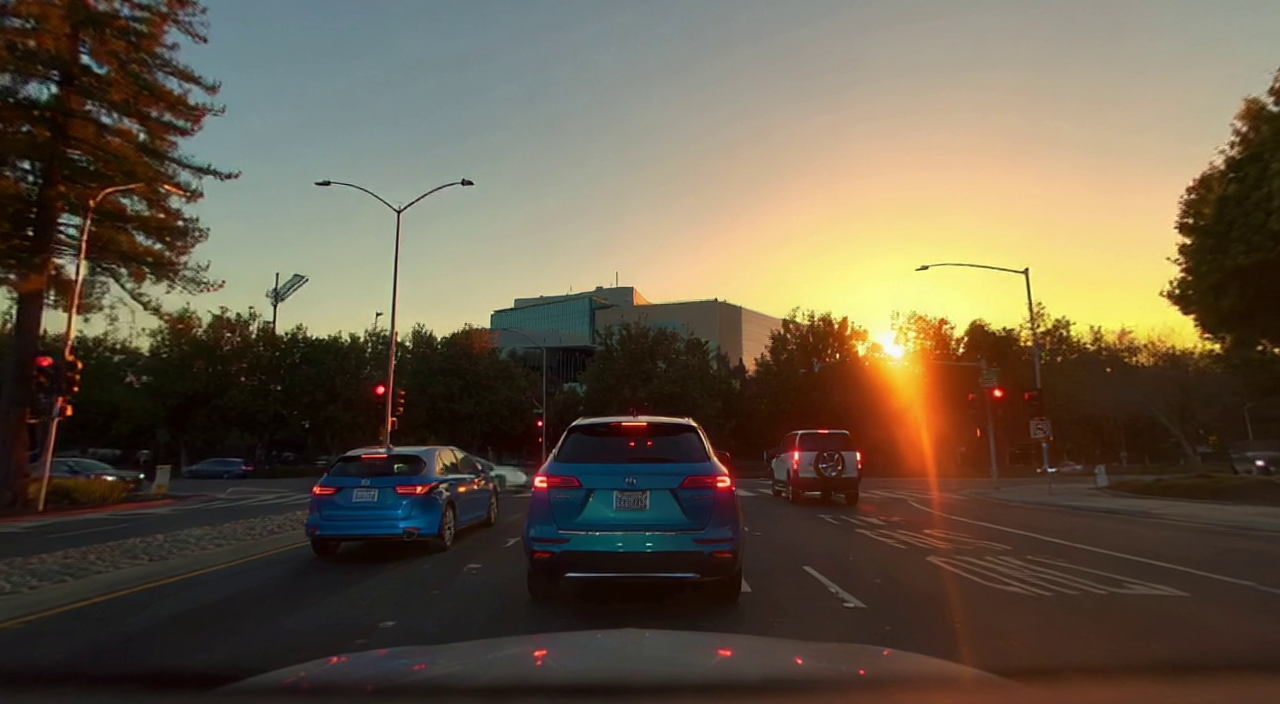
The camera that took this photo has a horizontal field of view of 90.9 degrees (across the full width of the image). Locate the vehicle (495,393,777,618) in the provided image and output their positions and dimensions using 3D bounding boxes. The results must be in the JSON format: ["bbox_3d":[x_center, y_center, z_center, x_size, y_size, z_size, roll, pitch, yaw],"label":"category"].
[{"bbox_3d":[-0.031,1.522,7.166,2.203,1.757,4.286,0,-8,0],"label":"vehicle"}]

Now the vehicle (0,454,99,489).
[{"bbox_3d":[-27.080,5.274,27.941,4.198,1.444,1.765,2,-9,-15],"label":"vehicle"}]

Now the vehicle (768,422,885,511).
[{"bbox_3d":[4.809,2.996,16.912,2.084,2.053,4.073,-1,-8,4],"label":"vehicle"}]

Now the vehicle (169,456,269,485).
[{"bbox_3d":[-24.537,6.923,36.915,4.457,1.435,1.795,3,-5,-16],"label":"vehicle"}]

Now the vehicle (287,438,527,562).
[{"bbox_3d":[-3.191,2.095,9.796,1.913,1.453,4.413,0,-8,2],"label":"vehicle"}]

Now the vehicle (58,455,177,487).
[{"bbox_3d":[-26.034,5.939,31.571,4.140,1.444,1.742,2,-9,-16],"label":"vehicle"}]
